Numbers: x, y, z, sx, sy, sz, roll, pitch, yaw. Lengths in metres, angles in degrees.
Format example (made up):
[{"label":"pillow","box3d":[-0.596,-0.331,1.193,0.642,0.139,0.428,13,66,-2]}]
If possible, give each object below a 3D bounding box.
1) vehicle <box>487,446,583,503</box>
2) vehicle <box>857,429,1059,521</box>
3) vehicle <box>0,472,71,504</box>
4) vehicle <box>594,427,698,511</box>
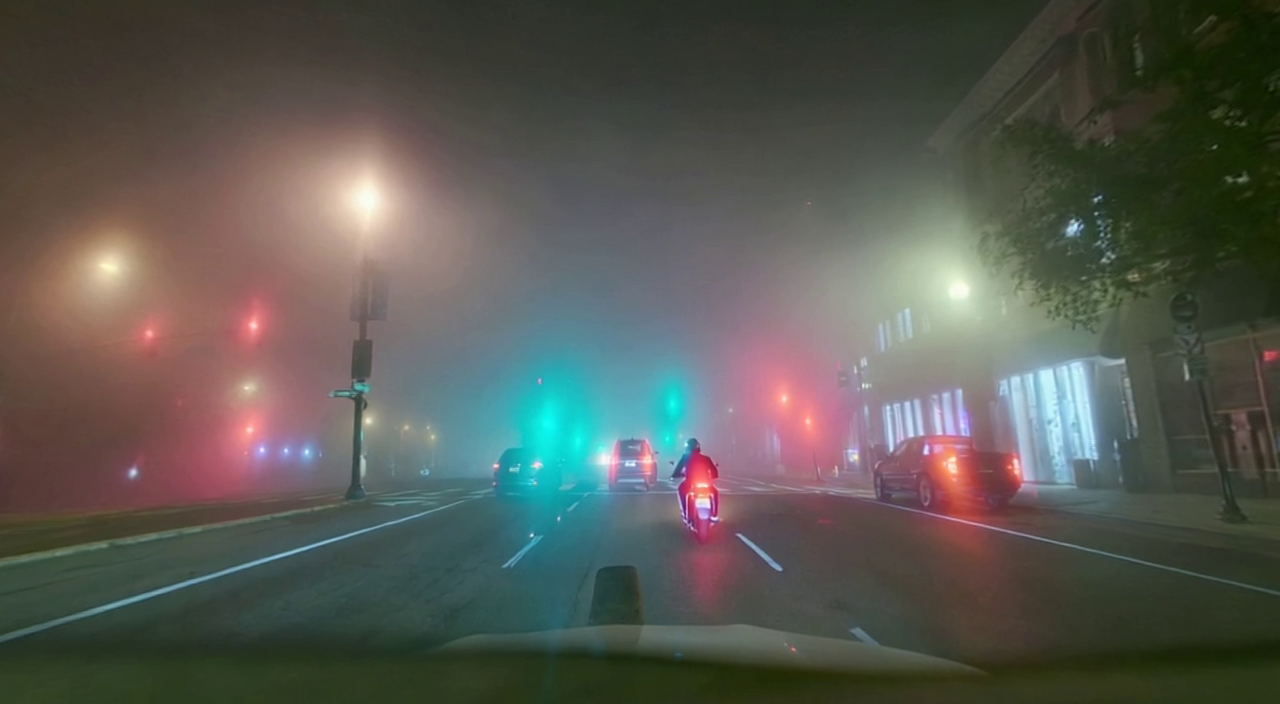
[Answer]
[{"label":"vehicle","box3d":[-2.989,3.590,19.034,2.014,1.470,4.552,-1,-9,2]},{"label":"vehicle","box3d":[7.161,2.803,15.010,2.018,1.772,4.968,0,-9,-3]},{"label":"vehicle","box3d":[-39.823,8.658,40.316,4.961,1.878,1.967,0,-9,-2]},{"label":"vehicle","box3d":[0.151,2.850,15.787,2.223,1.775,4.250,0,-9,1]}]
